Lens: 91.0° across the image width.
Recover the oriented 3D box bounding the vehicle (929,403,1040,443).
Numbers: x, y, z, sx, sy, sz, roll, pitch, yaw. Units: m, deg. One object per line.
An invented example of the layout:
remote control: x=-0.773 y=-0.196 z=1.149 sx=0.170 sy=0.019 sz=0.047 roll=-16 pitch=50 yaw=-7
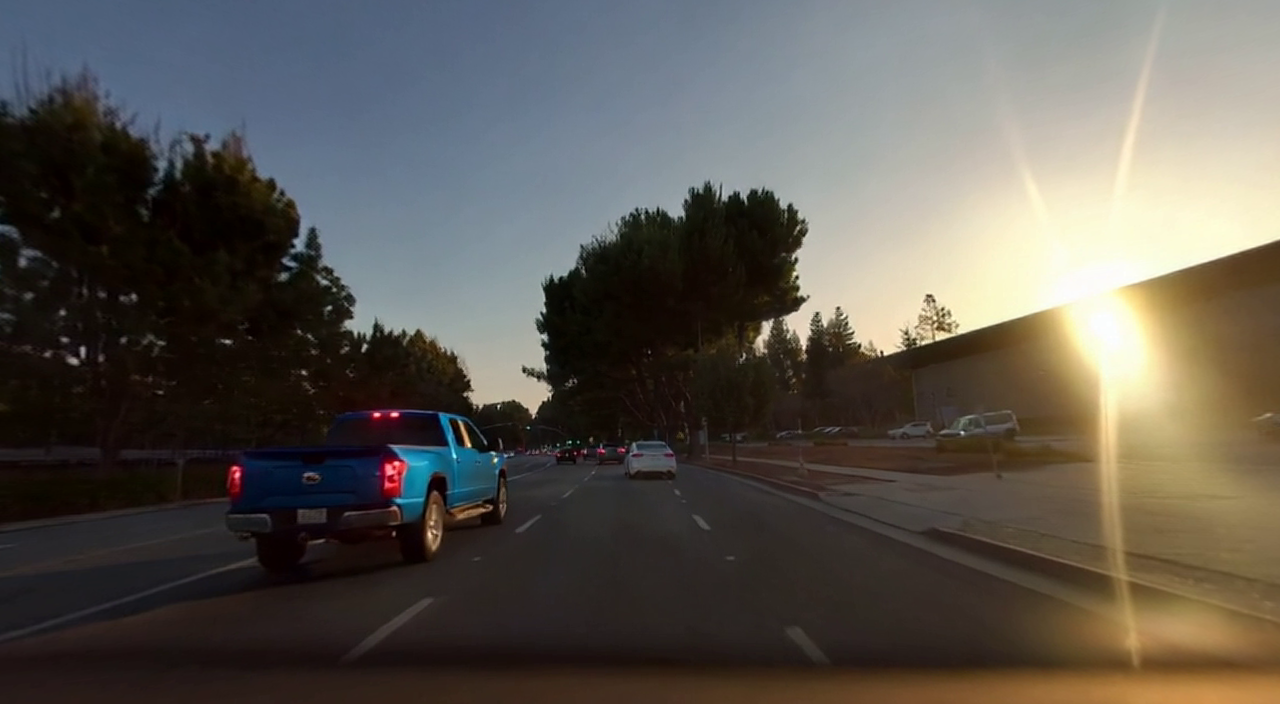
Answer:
vehicle: x=22.268 y=4.676 z=41.005 sx=6.027 sy=2.377 sz=2.245 roll=-4 pitch=-10 yaw=26

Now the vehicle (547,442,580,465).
vehicle: x=-5.126 y=6.791 z=42.292 sx=2.018 sy=1.458 sz=4.350 roll=1 pitch=-9 yaw=-7

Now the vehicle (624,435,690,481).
vehicle: x=0.517 y=3.905 z=23.394 sx=2.142 sy=1.528 sz=4.133 roll=0 pitch=-9 yaw=-3

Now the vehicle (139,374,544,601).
vehicle: x=-3.088 y=1.618 z=8.500 sx=2.512 sy=1.992 sz=5.725 roll=0 pitch=-9 yaw=2
